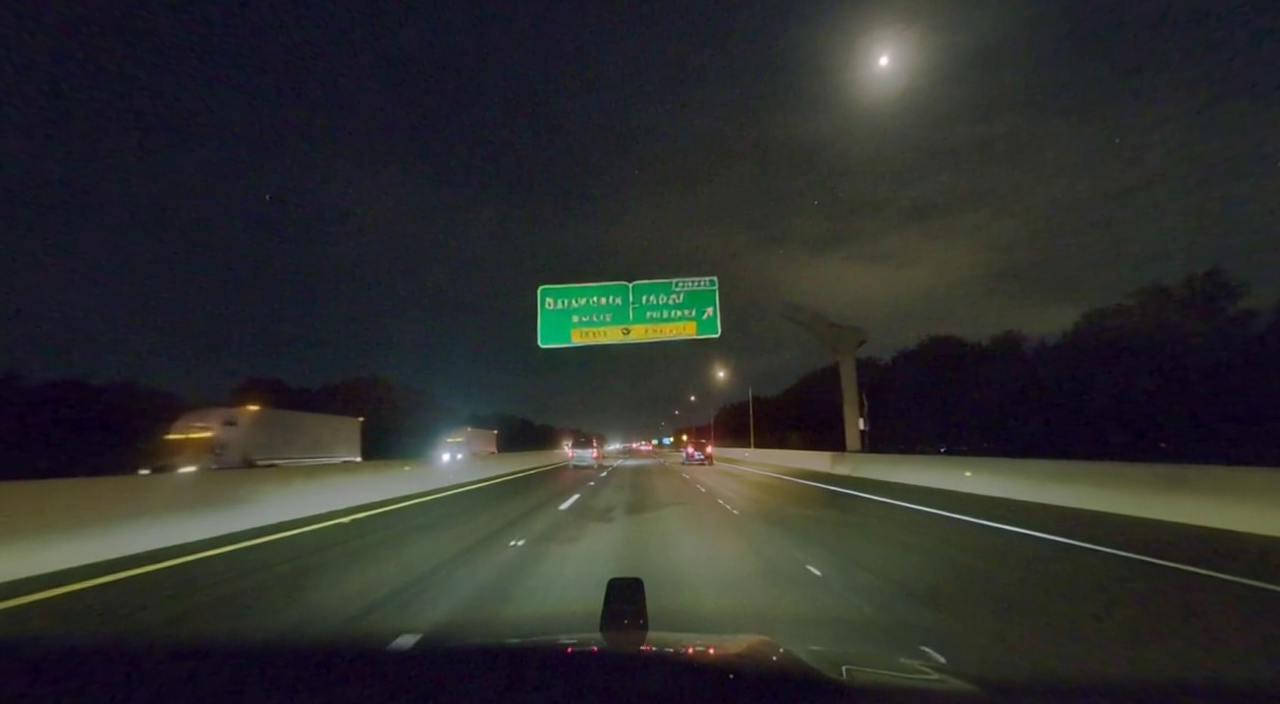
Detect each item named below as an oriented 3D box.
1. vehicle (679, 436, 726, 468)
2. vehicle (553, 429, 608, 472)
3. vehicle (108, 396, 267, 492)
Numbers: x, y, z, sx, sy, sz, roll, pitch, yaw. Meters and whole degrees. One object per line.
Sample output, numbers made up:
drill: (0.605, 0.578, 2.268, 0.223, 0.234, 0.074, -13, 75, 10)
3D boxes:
vehicle: (3.521, 5.706, 36.005, 2.202, 1.682, 4.188, 0, -8, 0)
vehicle: (-3.061, 5.222, 33.383, 2.291, 2.052, 4.887, 0, -8, 1)
vehicle: (-21.299, 4.390, 30.124, 2.967, 4.087, 6.094, 0, -8, -1)
